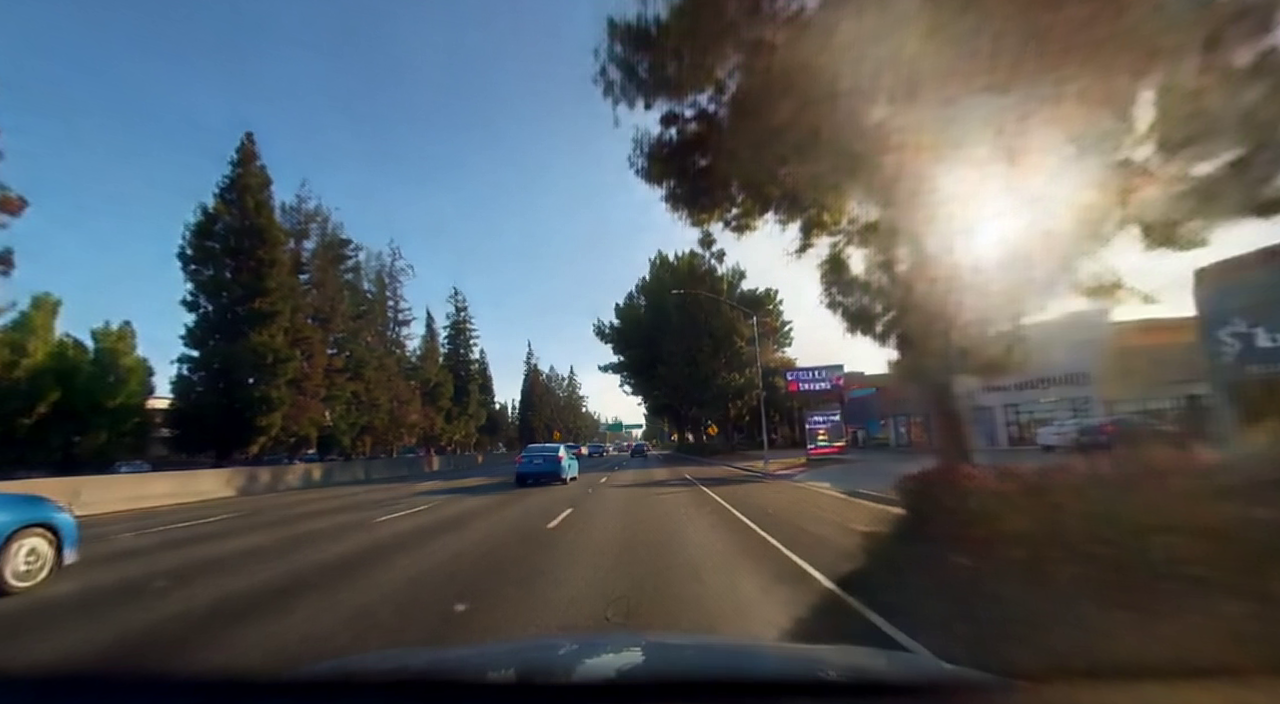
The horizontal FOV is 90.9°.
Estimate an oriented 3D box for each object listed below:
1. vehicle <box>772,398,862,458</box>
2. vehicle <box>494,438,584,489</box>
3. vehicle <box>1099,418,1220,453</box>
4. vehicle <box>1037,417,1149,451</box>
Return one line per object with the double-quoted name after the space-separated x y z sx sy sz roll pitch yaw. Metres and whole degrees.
12.206 5.582 44.879 2.995 3.704 10.928 0 -9 -1 "vehicle"
-3.182 3.637 20.877 2.152 1.479 4.394 0 -9 2 "vehicle"
25.279 4.092 30.765 4.222 1.450 1.766 -3 -8 0 "vehicle"
25.341 4.600 35.365 4.643 1.852 1.978 0 -9 0 "vehicle"
